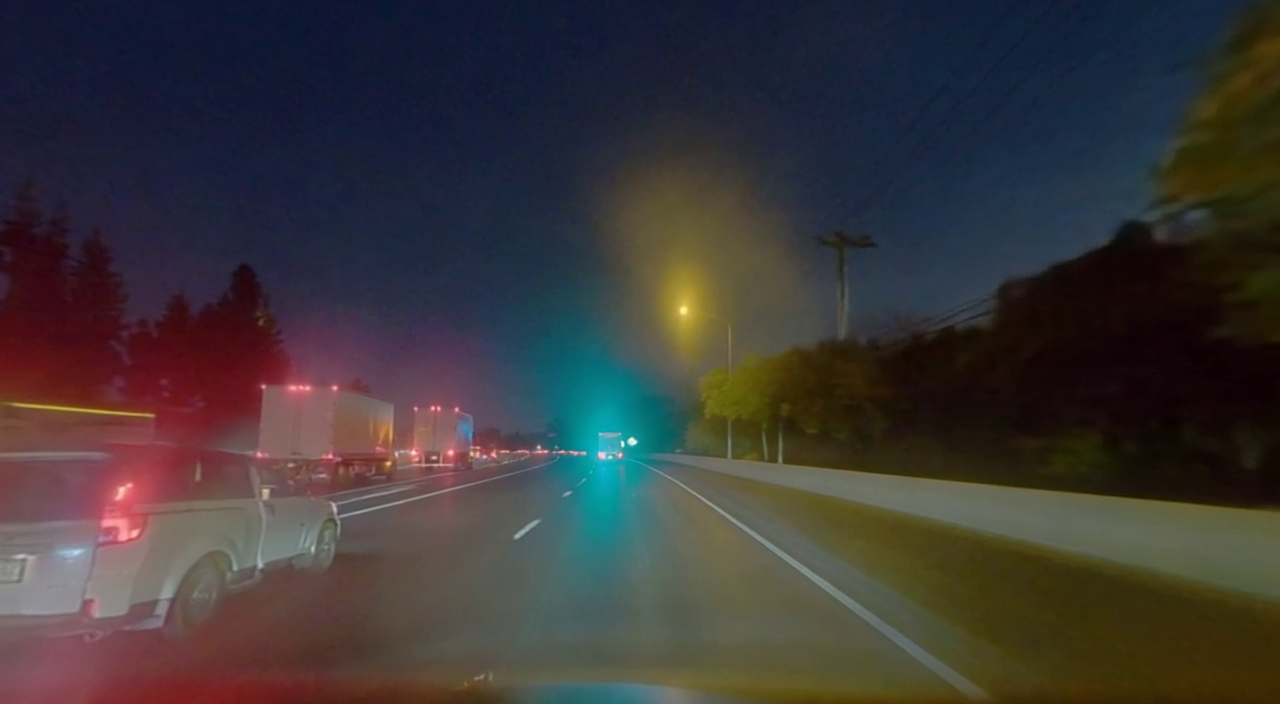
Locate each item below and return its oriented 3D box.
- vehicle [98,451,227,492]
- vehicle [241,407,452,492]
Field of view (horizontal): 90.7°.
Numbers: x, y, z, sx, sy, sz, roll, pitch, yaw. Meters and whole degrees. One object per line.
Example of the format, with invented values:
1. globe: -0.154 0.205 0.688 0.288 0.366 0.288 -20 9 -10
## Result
1. vehicle: -19.155 4.762 25.696 1.842 1.452 4.612 0 -8 -3
2. vehicle: -11.427 4.154 27.316 3.270 2.674 14.547 0 -8 -4
